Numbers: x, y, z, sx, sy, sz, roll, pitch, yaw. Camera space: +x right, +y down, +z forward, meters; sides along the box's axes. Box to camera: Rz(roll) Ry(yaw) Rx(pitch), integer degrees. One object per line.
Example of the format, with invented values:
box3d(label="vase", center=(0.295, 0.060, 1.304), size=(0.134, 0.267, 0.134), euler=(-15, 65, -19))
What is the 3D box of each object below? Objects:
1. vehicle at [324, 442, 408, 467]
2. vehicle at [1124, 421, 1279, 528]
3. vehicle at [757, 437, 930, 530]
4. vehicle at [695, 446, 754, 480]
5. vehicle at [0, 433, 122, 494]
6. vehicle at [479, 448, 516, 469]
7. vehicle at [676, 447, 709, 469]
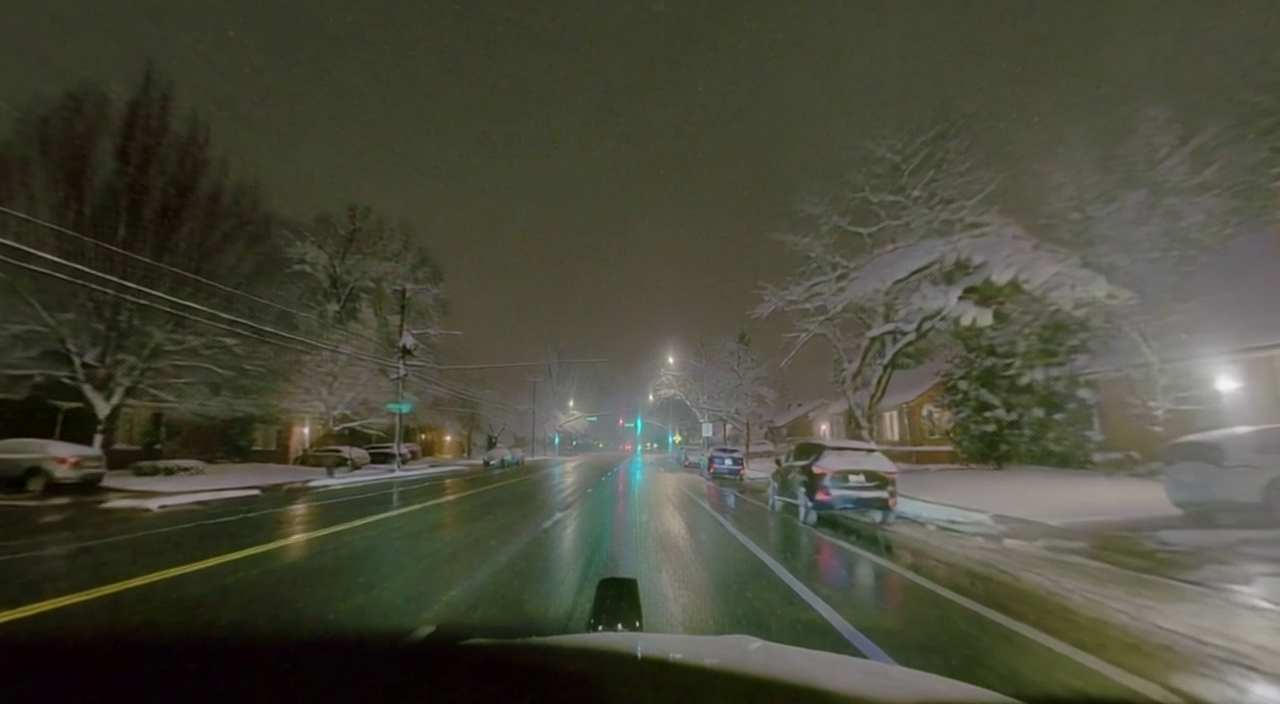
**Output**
box3d(label="vehicle", center=(-20.157, 7.561, 46.682), size=(5.216, 1.780, 2.045), euler=(0, -9, -1))
box3d(label="vehicle", center=(11.311, 1.955, 10.380), size=(4.884, 1.561, 2.118), euler=(0, -9, 1))
box3d(label="vehicle", center=(4.016, 2.664, 13.452), size=(1.999, 1.615, 4.513), euler=(0, -9, -3))
box3d(label="vehicle", center=(4.046, 5.399, 31.043), size=(1.997, 1.510, 4.555), euler=(0, -9, -4))
box3d(label="vehicle", center=(-19.108, 3.418, 19.486), size=(4.484, 1.733, 1.913), euler=(0, -9, 0))
box3d(label="vehicle", center=(-11.027, 8.282, 49.250), size=(1.895, 1.551, 4.229), euler=(0, -9, 0))
box3d(label="vehicle", center=(3.888, 7.907, 47.360), size=(2.002, 1.493, 4.652), euler=(0, -9, -1))
